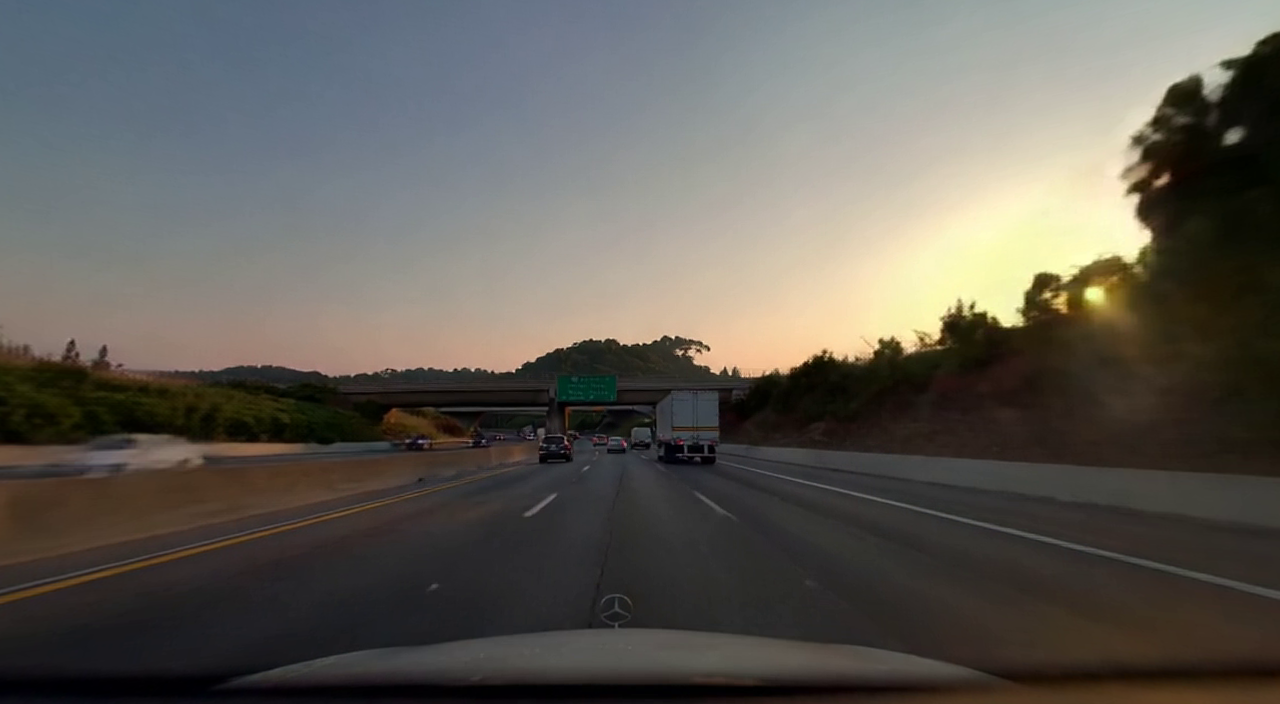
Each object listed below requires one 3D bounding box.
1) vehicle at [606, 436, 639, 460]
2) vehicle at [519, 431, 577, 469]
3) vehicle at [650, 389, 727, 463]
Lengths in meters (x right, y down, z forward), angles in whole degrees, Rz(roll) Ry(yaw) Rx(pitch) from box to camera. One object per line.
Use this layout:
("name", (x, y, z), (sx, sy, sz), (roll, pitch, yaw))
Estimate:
("vehicle", (-1.232, 6.598, 43.360), (2.125, 1.542, 3.816), (0, -8, -2))
("vehicle", (-4.502, 4.907, 31.625), (2.377, 1.747, 4.703), (0, -8, -2))
("vehicle", (2.797, 5.060, 41.466), (3.301, 4.034, 13.722), (0, -8, -3))
